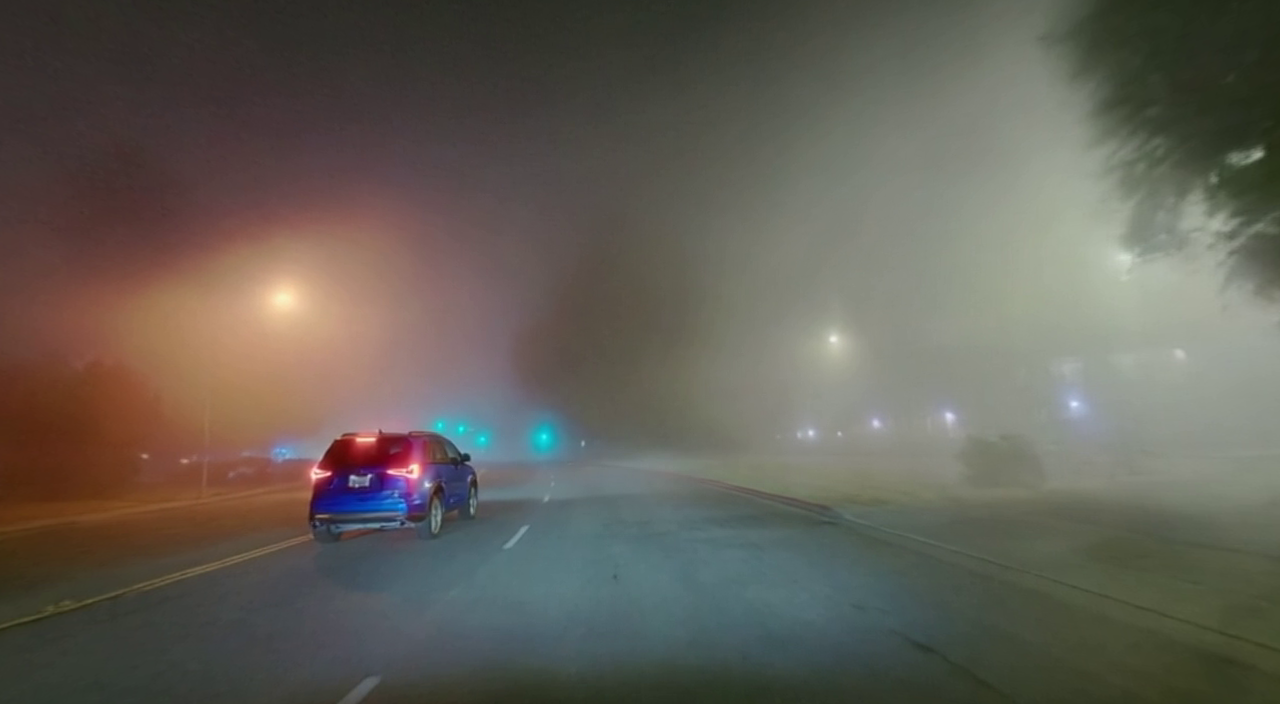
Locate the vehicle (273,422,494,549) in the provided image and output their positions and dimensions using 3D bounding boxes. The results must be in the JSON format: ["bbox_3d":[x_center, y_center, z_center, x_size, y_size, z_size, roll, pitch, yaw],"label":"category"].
[{"bbox_3d":[-4.146,2.221,11.220,2.175,1.772,4.442,0,-8,-2],"label":"vehicle"}]

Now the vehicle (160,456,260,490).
[{"bbox_3d":[-27.139,7.650,40.030,4.809,1.471,2.012,-5,-8,-12],"label":"vehicle"}]
